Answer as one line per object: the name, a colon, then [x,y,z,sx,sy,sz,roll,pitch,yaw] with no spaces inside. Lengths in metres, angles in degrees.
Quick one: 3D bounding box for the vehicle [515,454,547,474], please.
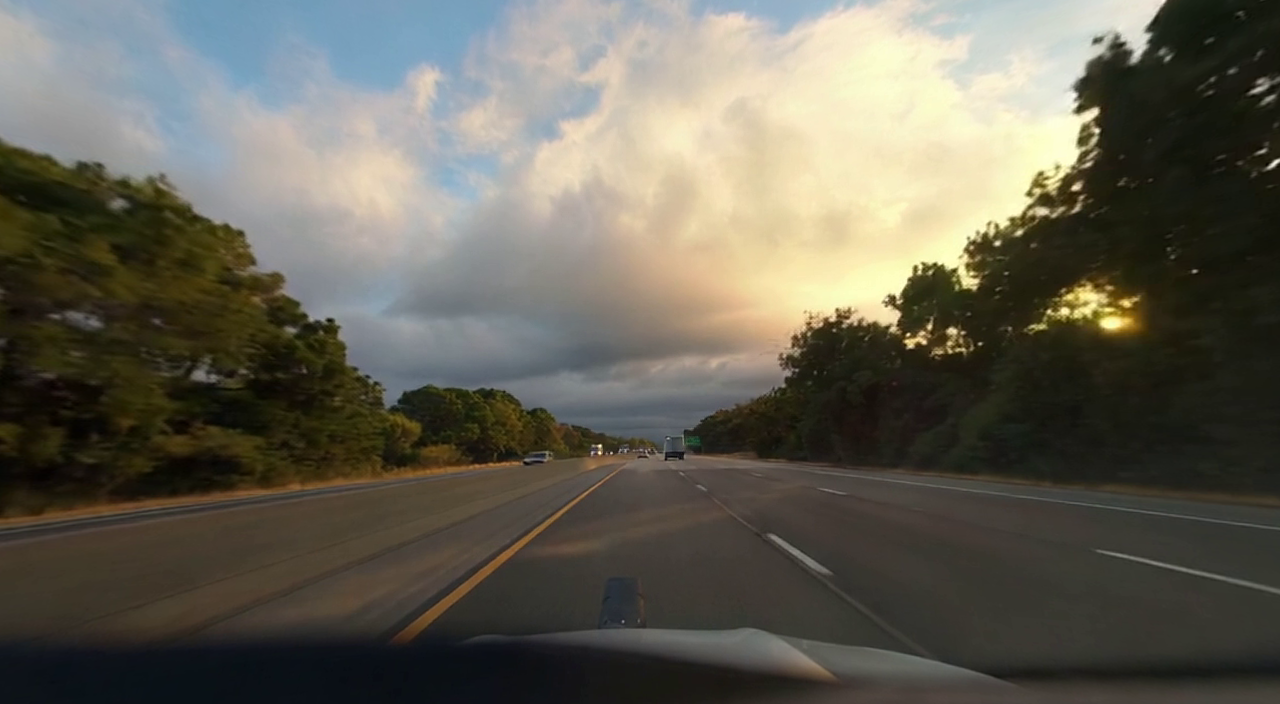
vehicle: [-8.564,8.836,49.864,1.777,1.444,4.029,0,-9,1]
